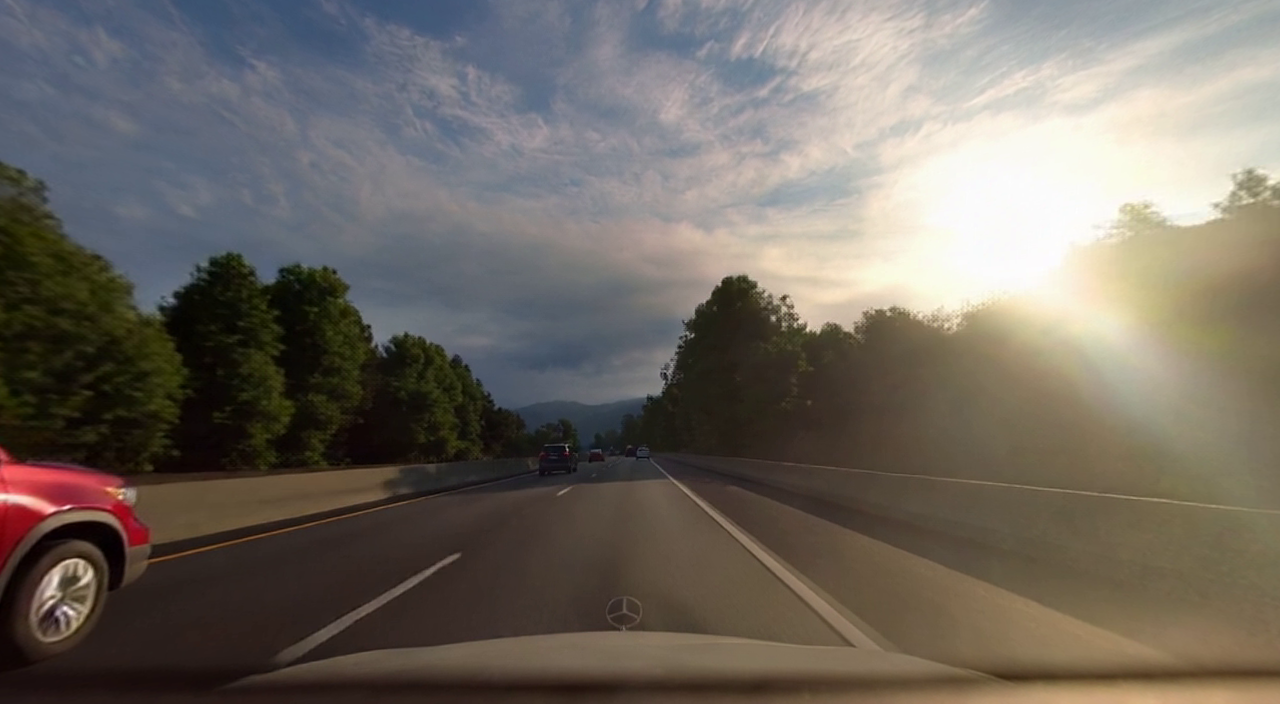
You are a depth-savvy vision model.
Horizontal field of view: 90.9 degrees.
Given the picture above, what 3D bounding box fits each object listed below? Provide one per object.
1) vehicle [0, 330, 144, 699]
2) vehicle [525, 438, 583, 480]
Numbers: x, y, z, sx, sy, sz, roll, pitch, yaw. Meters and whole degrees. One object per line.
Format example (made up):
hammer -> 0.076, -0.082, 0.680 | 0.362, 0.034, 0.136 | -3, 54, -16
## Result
vehicle -> -4.462, 0.637, 1.867 | 2.102, 1.941, 4.703 | 0, -9, 0
vehicle -> -3.980, 5.058, 29.902 | 2.056, 1.811, 4.202 | 0, -9, 1
